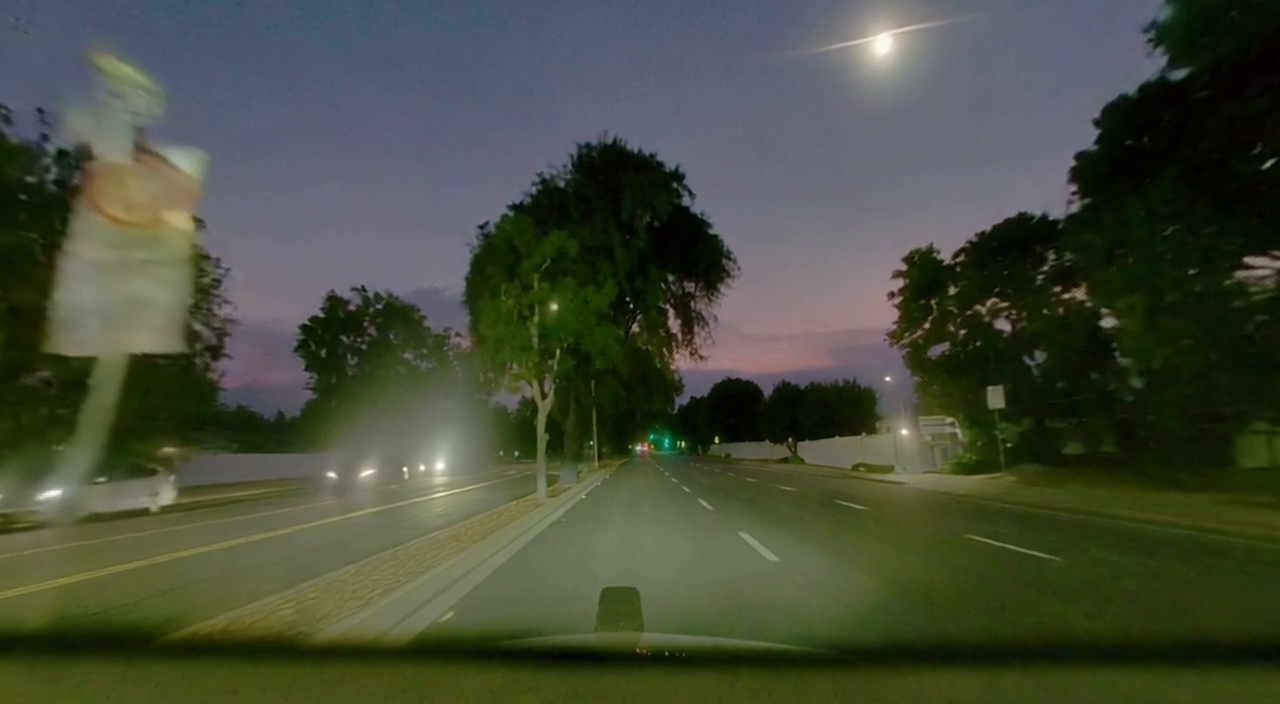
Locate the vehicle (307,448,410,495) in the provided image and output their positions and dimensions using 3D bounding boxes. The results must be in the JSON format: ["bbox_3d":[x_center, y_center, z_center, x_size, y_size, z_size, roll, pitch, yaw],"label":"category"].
[{"bbox_3d":[-10.630,4.521,24.265,2.011,1.553,4.390,0,-8,-2],"label":"vehicle"}]

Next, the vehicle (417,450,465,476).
[{"bbox_3d":[-14.490,8.080,46.265,1.919,1.700,4.685,0,-8,1],"label":"vehicle"}]

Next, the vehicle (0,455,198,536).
[{"bbox_3d":[-14.137,3.544,16.308,2.012,1.653,4.706,0,-8,0],"label":"vehicle"}]
